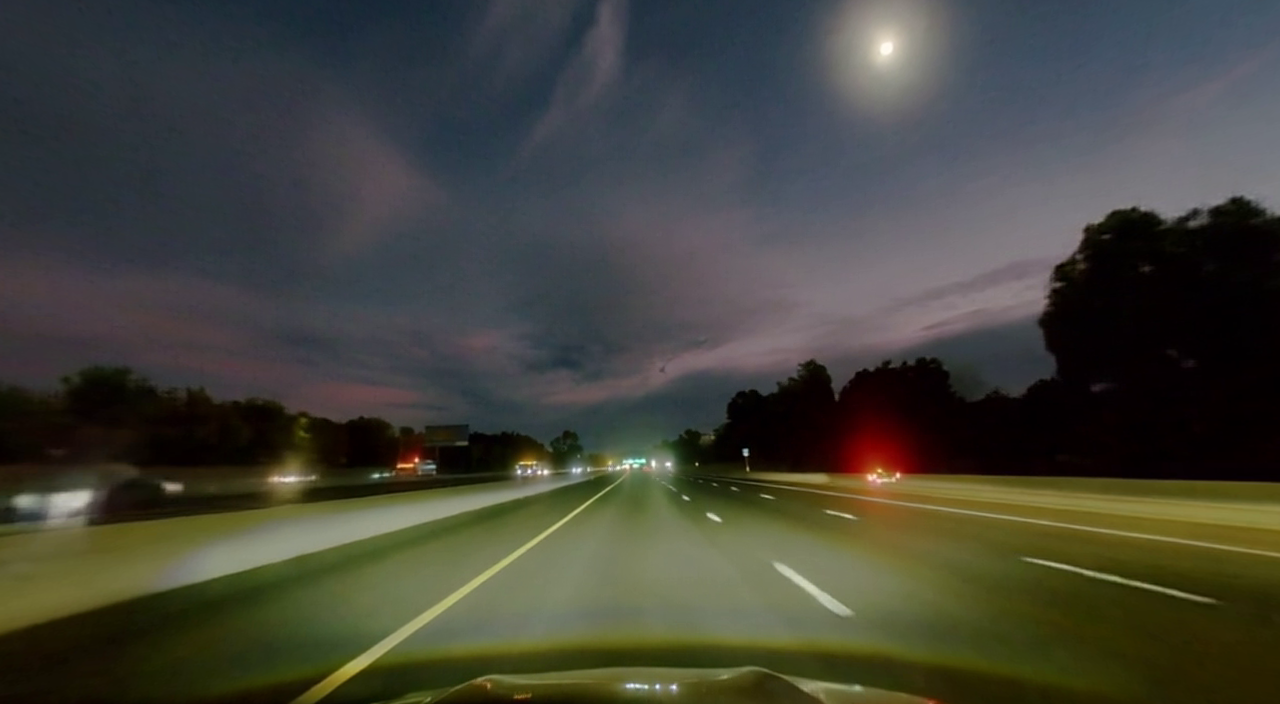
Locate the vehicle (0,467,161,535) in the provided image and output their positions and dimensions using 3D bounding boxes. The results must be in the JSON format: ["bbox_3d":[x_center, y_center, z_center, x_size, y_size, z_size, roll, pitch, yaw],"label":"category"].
[{"bbox_3d":[-16.487,4.068,17.715,2.037,1.590,4.871,1,-10,0],"label":"vehicle"}]
